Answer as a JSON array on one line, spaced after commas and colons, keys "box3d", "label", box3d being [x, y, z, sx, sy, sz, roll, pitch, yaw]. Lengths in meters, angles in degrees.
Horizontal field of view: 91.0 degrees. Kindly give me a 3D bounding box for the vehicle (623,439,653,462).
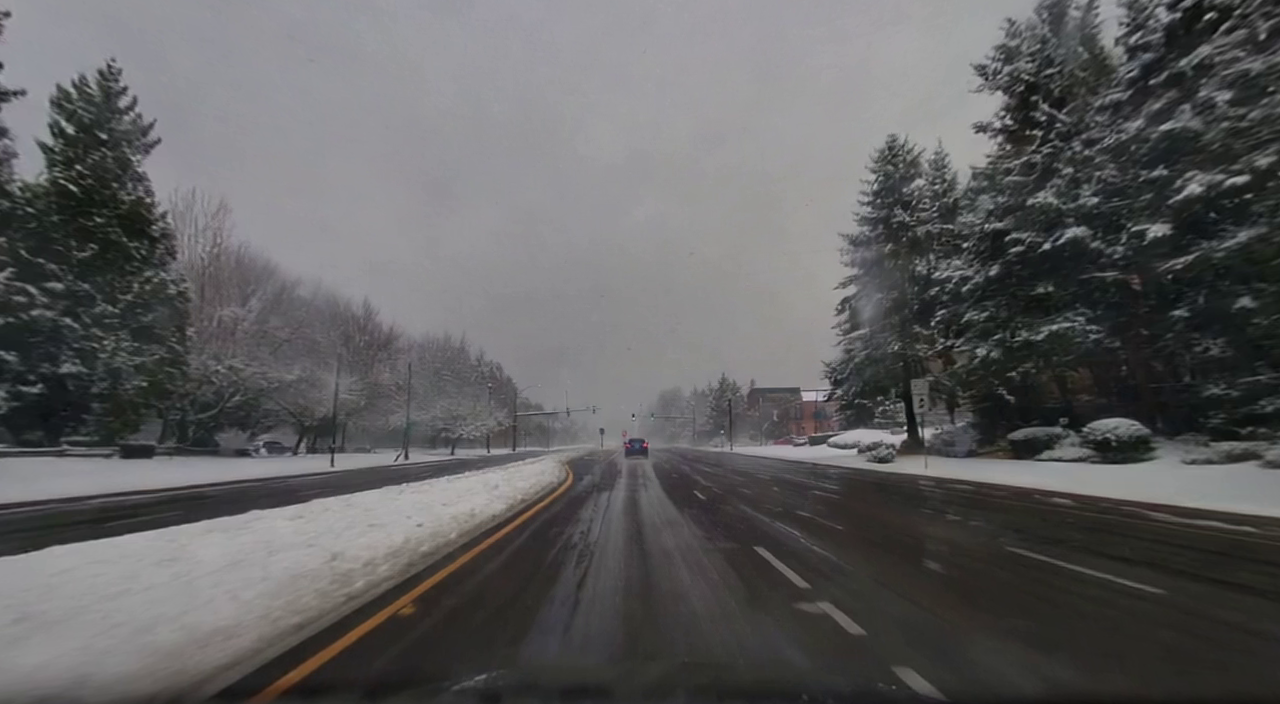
[{"box3d": [-0.120, 6.943, 44.421, 2.064, 1.477, 3.968, 0, -9, 1], "label": "vehicle"}]
